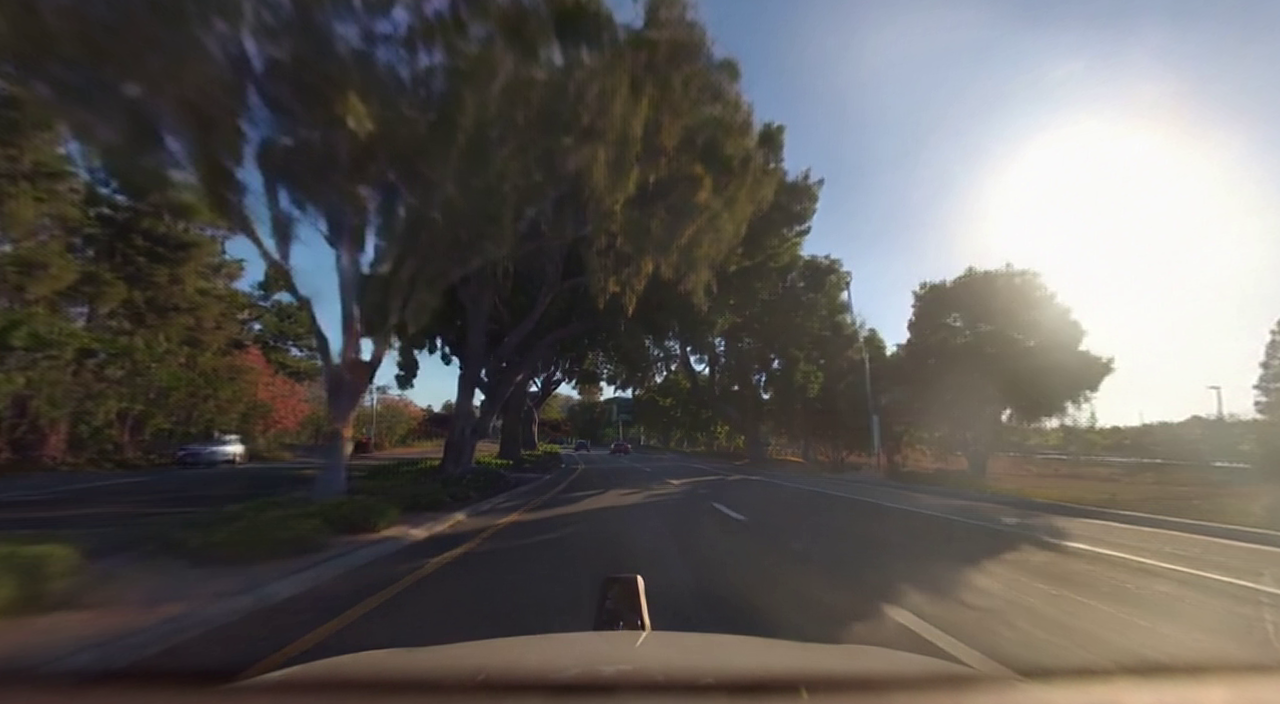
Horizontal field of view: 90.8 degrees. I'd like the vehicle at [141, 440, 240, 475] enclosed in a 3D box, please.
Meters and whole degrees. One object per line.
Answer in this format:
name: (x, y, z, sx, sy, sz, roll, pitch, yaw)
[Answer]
vehicle: (-22.525, 5.270, 31.900, 1.895, 1.604, 4.349, 1, -8, -3)
